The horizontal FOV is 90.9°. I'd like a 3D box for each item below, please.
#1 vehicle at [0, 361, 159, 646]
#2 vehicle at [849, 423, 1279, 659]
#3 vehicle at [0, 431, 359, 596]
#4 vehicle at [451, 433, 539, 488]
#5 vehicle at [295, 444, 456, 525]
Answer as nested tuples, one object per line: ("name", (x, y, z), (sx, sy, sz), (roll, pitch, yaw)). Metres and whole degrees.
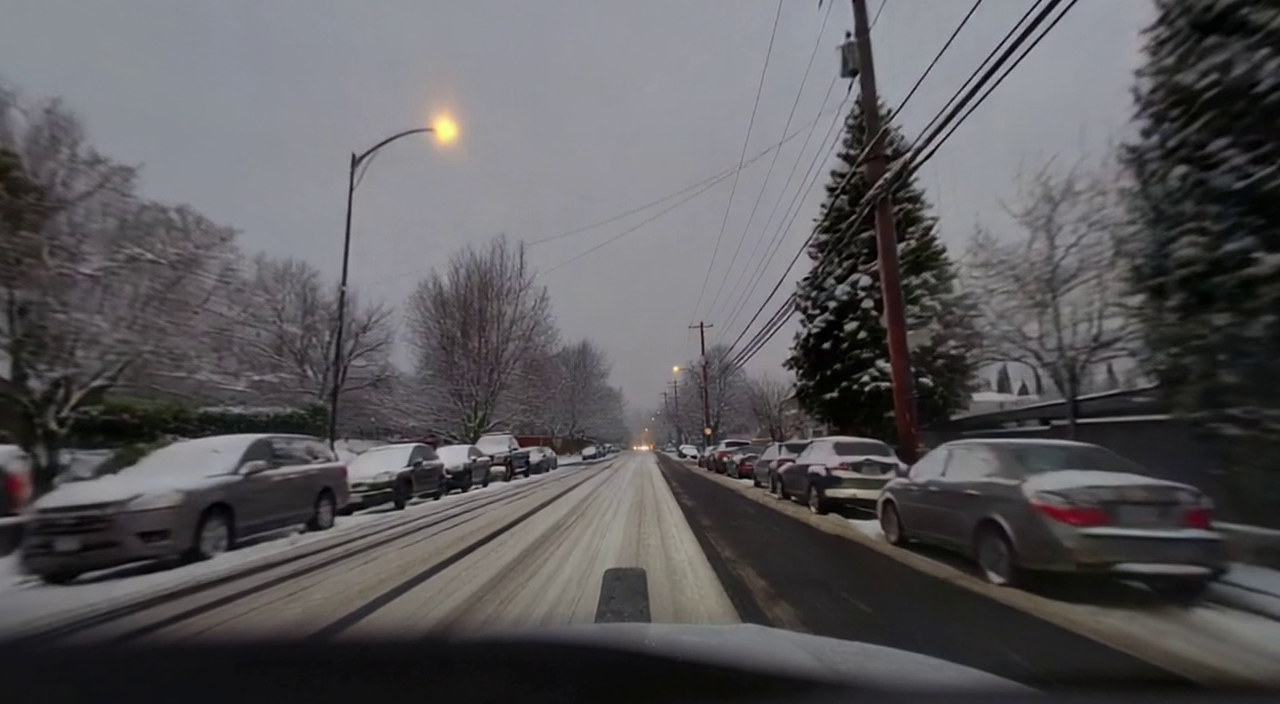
("vehicle", (-5.776, 0.850, 2.847), (2.384, 1.992, 5.965), (-2, -9, 2))
("vehicle", (4.007, 1.594, 6.575), (1.871, 1.522, 4.746), (0, -9, -2))
("vehicle", (-5.867, 1.962, 8.796), (1.818, 1.683, 4.364), (0, -7, 1))
("vehicle", (-5.583, 4.241, 25.085), (2.052, 1.916, 5.084), (0, -8, 3))
("vehicle", (-5.724, 2.873, 14.324), (1.752, 1.494, 4.274), (0, -8, 1))
